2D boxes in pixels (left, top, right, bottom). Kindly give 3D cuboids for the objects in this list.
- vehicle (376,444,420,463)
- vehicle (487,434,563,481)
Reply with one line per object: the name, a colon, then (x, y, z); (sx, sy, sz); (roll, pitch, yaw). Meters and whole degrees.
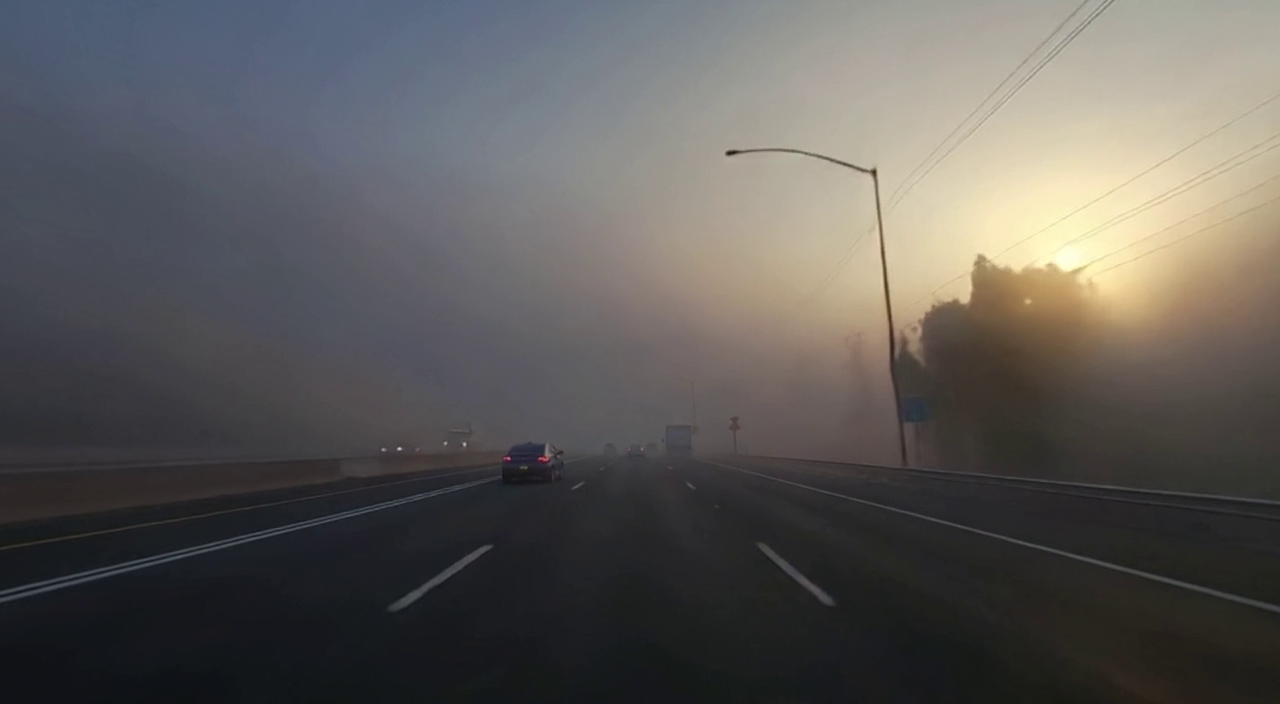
vehicle: (-19.105, 8.011, 49.906); (1.784, 1.465, 4.274); (0, -8, 0)
vehicle: (-4.393, 4.111, 24.837); (2.064, 1.642, 4.389); (0, -8, 1)
